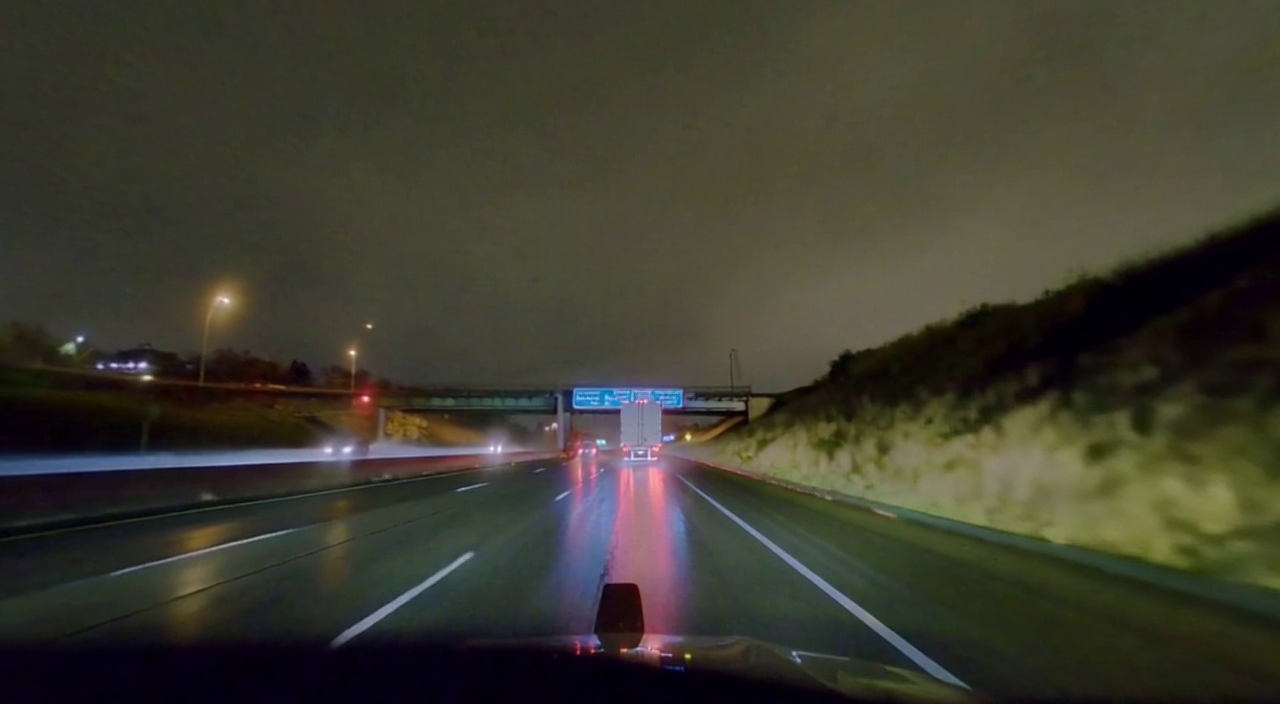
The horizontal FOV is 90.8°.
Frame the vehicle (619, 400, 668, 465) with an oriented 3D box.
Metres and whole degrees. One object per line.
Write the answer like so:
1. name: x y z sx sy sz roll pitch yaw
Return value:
1. vehicle: 0.145 5.968 45.392 3.033 3.985 12.383 0 -9 0
